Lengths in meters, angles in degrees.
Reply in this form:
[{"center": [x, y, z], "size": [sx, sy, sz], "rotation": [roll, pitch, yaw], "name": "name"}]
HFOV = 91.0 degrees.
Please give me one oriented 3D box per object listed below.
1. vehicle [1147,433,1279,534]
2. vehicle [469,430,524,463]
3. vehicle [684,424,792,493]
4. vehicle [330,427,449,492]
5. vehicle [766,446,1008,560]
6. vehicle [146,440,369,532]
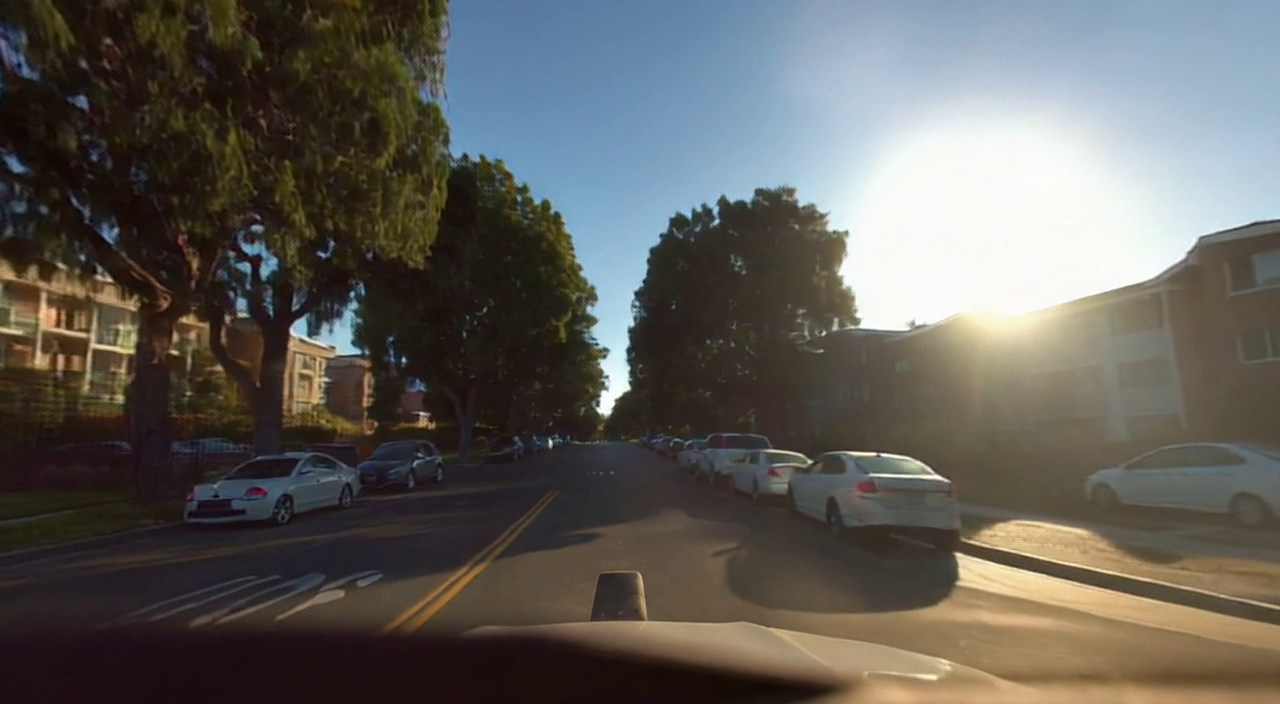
[{"center": [10.885, 2.036, 10.067], "size": [3.821, 1.417, 2.061], "rotation": [1, -9, -4], "name": "vehicle"}, {"center": [-8.910, 6.007, 39.639], "size": [2.384, 1.781, 5.492], "rotation": [-3, -10, -2], "name": "vehicle"}, {"center": [3.065, 3.554, 21.366], "size": [2.365, 1.970, 6.011], "rotation": [0, -9, -3], "name": "vehicle"}, {"center": [-8.255, 3.645, 21.395], "size": [2.235, 1.802, 5.138], "rotation": [-2, -10, -4], "name": "vehicle"}, {"center": [3.590, 2.258, 10.322], "size": [1.977, 1.410, 4.744], "rotation": [0, -9, -1], "name": "vehicle"}, {"center": [-7.685, 2.700, 13.324], "size": [2.067, 1.510, 4.501], "rotation": [-2, -9, -3], "name": "vehicle"}]
